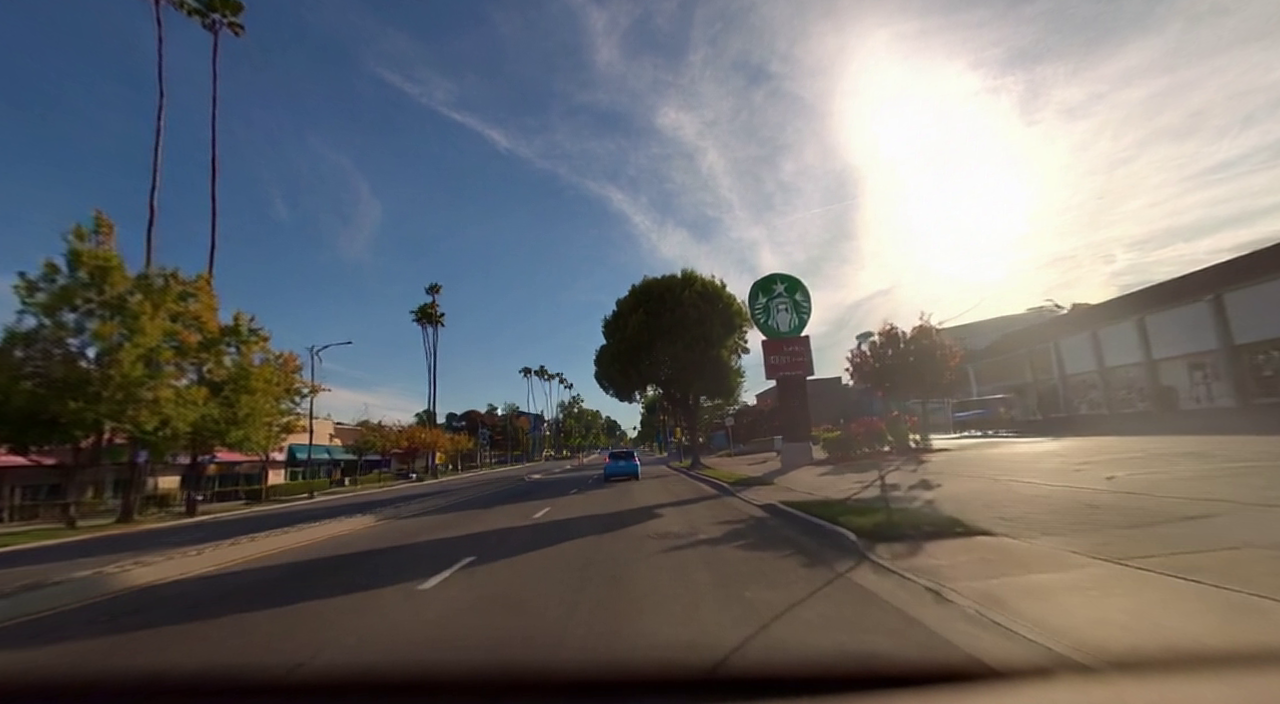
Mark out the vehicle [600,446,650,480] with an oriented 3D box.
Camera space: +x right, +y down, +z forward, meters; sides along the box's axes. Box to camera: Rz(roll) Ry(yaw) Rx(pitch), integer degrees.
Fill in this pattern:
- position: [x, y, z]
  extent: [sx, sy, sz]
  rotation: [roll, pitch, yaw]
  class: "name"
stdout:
- position: [-0.647, 5.172, 29.747]
  extent: [2.156, 1.462, 4.495]
  rotation: [0, -8, 0]
  class: "vehicle"
